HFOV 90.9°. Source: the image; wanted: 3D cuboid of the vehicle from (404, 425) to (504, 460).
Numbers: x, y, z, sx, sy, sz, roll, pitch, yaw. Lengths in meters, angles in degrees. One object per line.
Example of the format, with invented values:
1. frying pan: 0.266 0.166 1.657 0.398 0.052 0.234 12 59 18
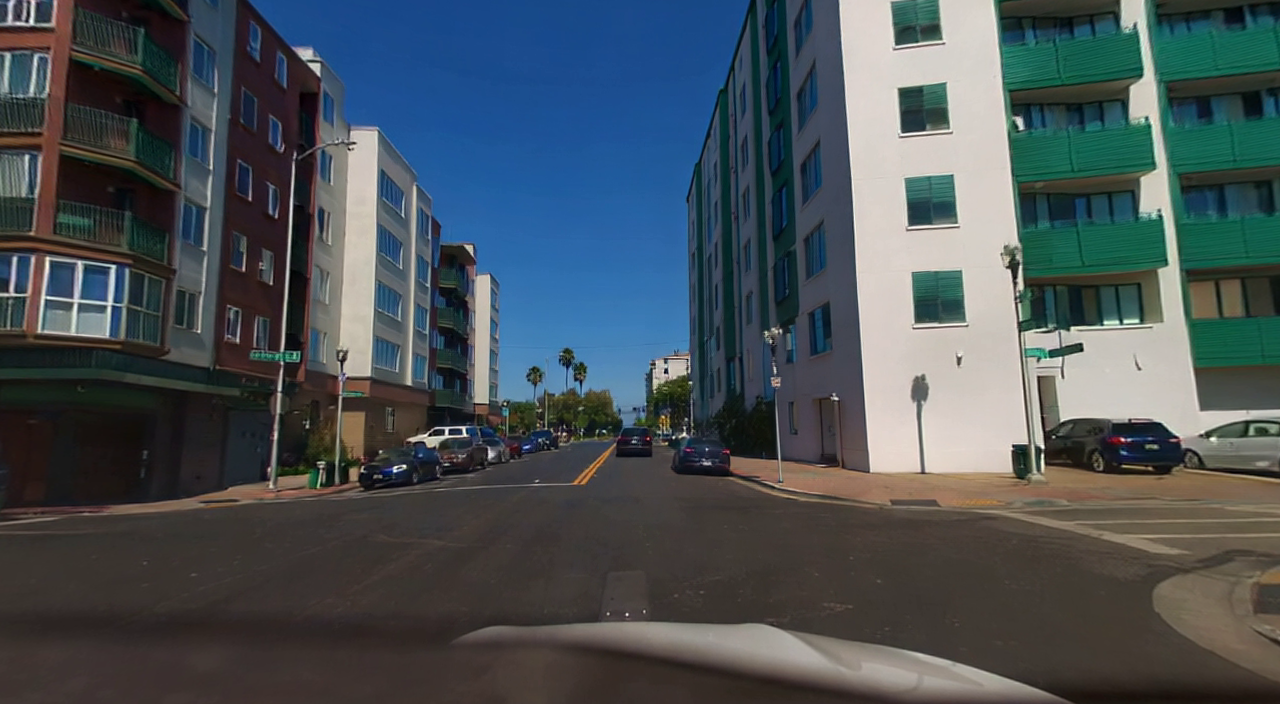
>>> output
1. vehicle: -11.429 5.593 38.878 5.540 1.950 2.113 4 -12 -28

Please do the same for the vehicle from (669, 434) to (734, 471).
1. vehicle: 2.514 4.303 27.112 2.290 1.456 4.503 0 -9 -1

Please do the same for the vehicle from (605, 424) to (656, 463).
1. vehicle: -0.501 4.707 32.383 2.412 1.834 4.636 0 -8 -1

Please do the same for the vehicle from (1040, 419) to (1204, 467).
1. vehicle: 15.285 2.920 20.134 3.752 1.453 1.709 0 -9 2
